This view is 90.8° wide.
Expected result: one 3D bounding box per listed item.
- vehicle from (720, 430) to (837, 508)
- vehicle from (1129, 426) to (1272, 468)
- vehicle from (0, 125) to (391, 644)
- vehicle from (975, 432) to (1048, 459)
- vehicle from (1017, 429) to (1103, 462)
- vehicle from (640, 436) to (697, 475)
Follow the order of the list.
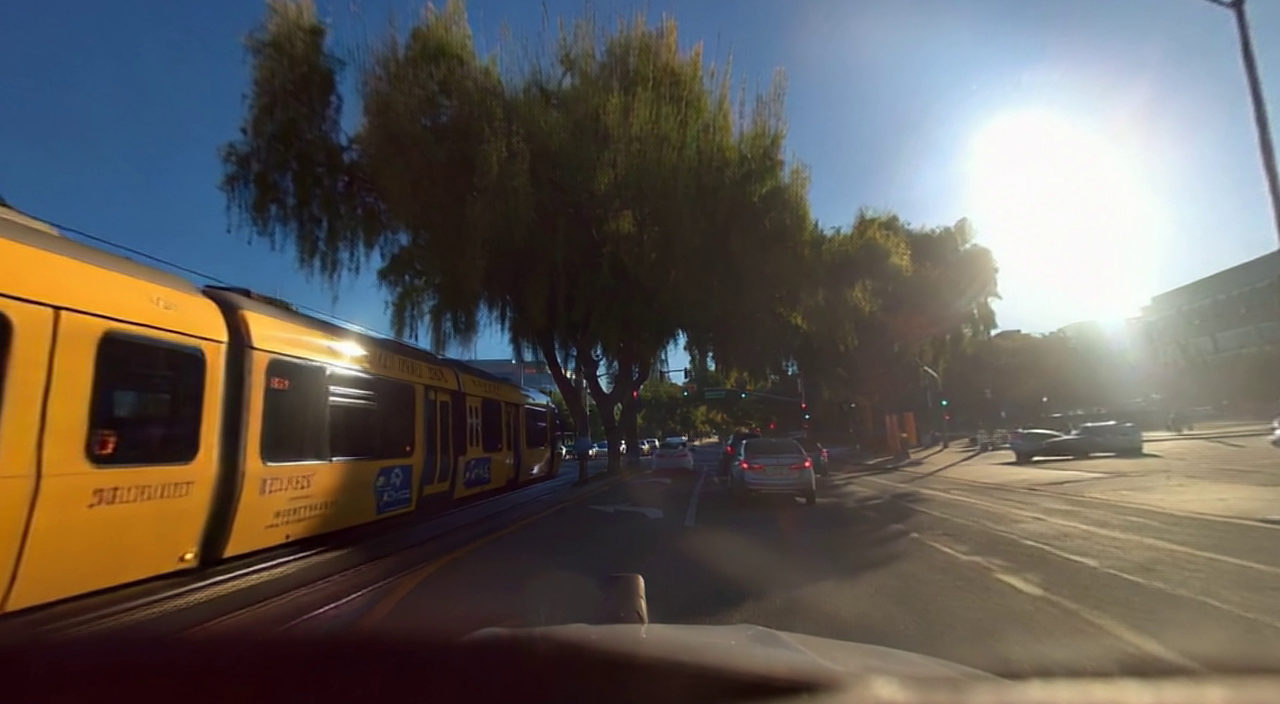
[{"bbox_3d":[2.915,2.562,14.295,2.002,1.471,4.337,-1,-8,5],"label":"vehicle"},{"bbox_3d":[22.422,3.801,25.574,1.825,1.462,4.764,-3,-8,7],"label":"vehicle"},{"bbox_3d":[-6.166,0.089,3.443,2.897,3.700,13.528,-1,-7,6],"label":"vehicle"},{"bbox_3d":[21.290,5.383,36.436,1.796,1.434,4.504,-1,-8,5],"label":"vehicle"},{"bbox_3d":[20.798,4.642,31.471,1.831,1.545,3.872,-1,-8,5],"label":"vehicle"},{"bbox_3d":[1.249,4.234,26.143,2.118,1.478,4.076,-1,-8,6],"label":"vehicle"}]
